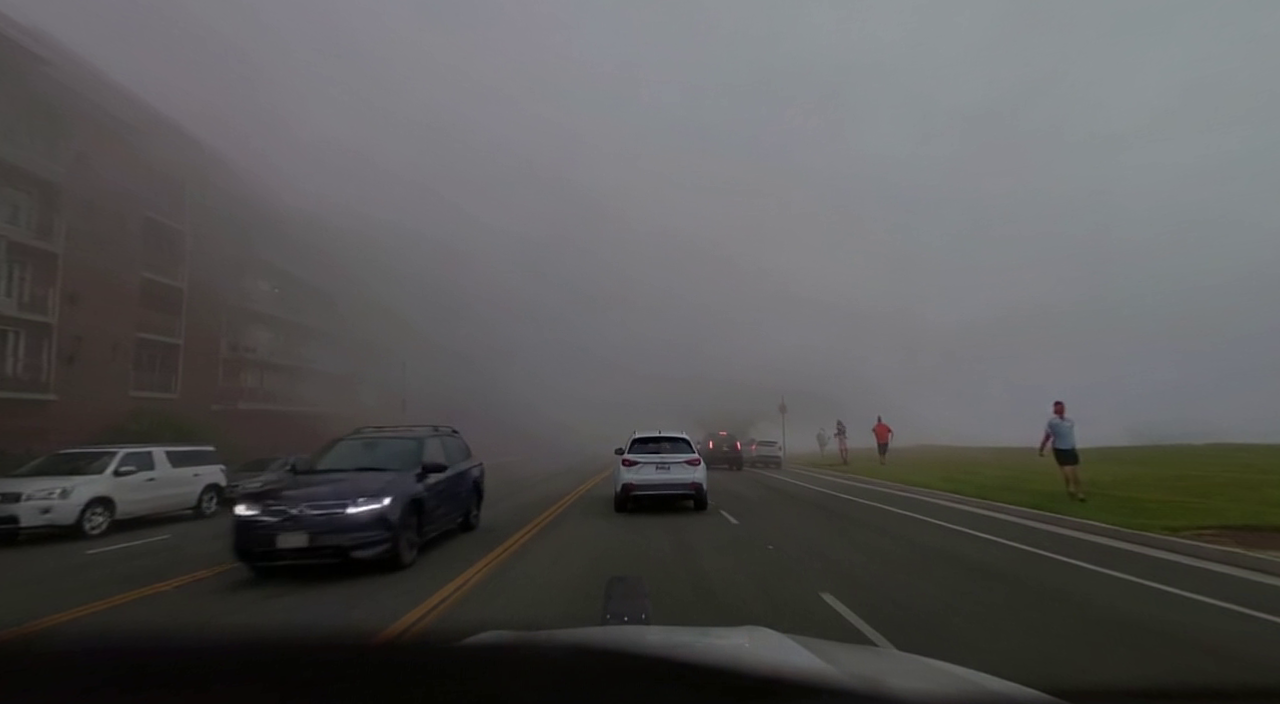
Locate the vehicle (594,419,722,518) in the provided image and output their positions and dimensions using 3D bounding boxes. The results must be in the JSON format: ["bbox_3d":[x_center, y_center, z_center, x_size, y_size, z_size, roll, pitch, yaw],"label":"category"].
[{"bbox_3d":[0.274,2.221,12.465,2.132,1.632,3.838,0,-8,-1],"label":"vehicle"}]

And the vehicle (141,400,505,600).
[{"bbox_3d":[-3.225,1.606,7.733,2.086,1.702,4.451,-1,-8,1],"label":"vehicle"}]

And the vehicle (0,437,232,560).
[{"bbox_3d":[-10.404,2.596,12.098,1.940,1.816,4.721,-1,-7,0],"label":"vehicle"}]
